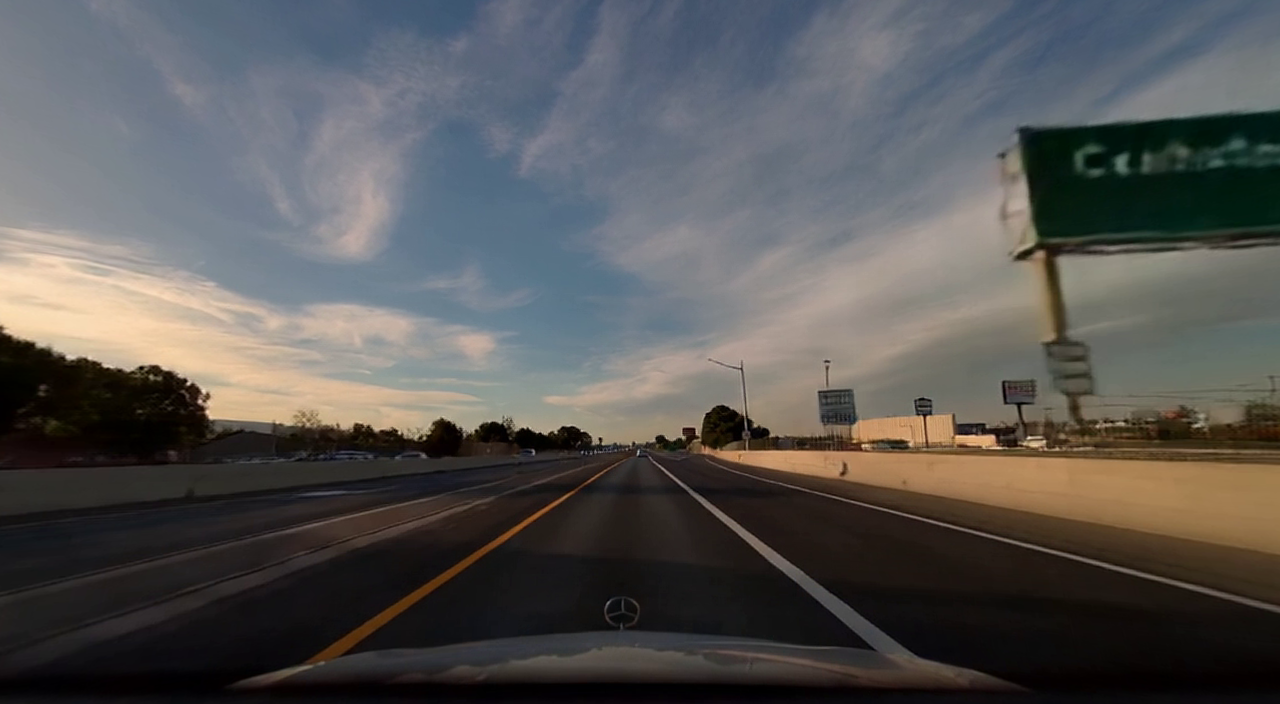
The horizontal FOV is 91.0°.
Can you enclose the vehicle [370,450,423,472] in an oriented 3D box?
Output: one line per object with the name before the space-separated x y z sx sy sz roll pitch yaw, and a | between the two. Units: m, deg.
vehicle | -17.909 8.025 46.518 1.986 1.496 4.738 0 -9 0
